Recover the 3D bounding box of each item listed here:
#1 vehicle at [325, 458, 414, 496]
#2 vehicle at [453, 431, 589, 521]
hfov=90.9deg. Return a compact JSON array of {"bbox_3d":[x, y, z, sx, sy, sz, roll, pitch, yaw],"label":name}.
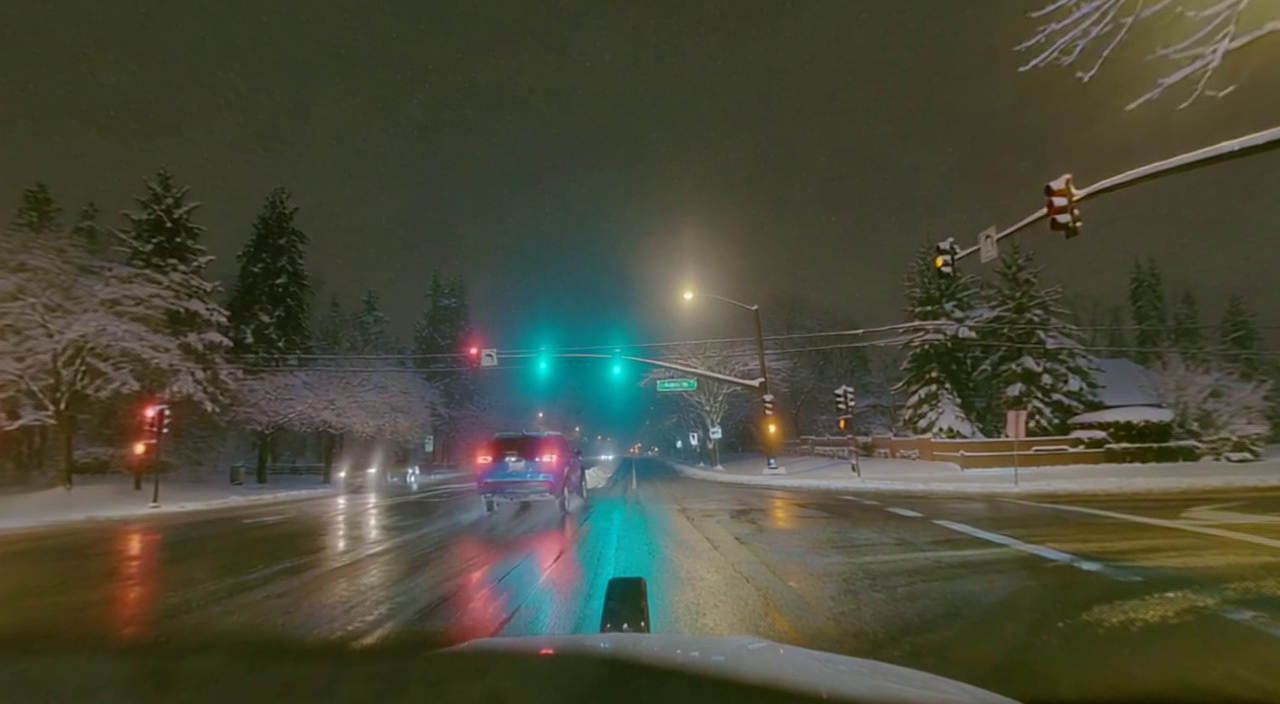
[{"bbox_3d":[-12.153,5.609,28.635,1.980,1.452,4.318,0,-8,2],"label":"vehicle"},{"bbox_3d":[-2.579,2.822,14.937,2.123,1.799,4.425,-1,-8,3],"label":"vehicle"}]
